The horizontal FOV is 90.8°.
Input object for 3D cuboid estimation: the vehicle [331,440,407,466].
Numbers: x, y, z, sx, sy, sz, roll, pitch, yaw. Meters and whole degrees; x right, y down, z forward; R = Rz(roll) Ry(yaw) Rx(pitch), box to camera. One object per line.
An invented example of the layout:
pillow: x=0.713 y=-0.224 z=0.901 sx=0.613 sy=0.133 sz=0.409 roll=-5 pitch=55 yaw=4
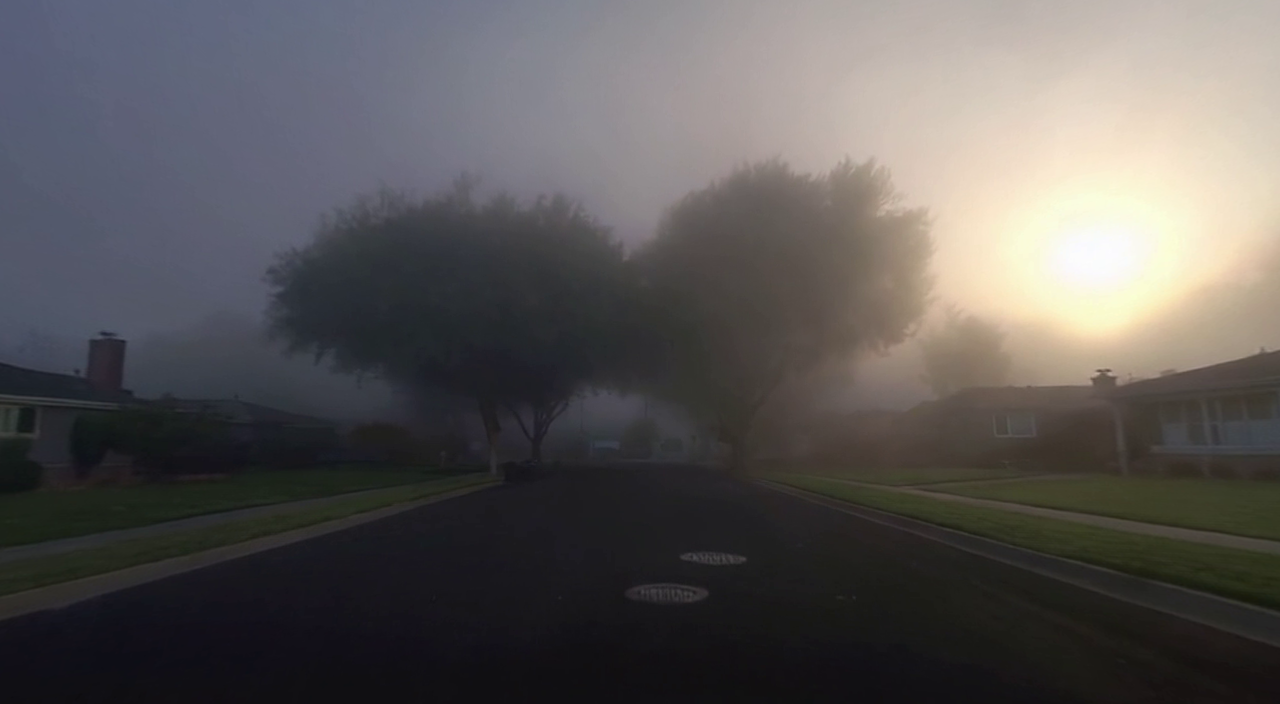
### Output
vehicle: x=-19.308 y=7.248 z=45.161 sx=4.359 sy=1.789 sz=2.123 roll=0 pitch=-10 yaw=0

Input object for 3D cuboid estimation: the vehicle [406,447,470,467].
vehicle: x=-15.843 y=8.251 z=49.680 sx=4.307 sy=1.508 sz=2.072 roll=0 pitch=-10 yaw=1
